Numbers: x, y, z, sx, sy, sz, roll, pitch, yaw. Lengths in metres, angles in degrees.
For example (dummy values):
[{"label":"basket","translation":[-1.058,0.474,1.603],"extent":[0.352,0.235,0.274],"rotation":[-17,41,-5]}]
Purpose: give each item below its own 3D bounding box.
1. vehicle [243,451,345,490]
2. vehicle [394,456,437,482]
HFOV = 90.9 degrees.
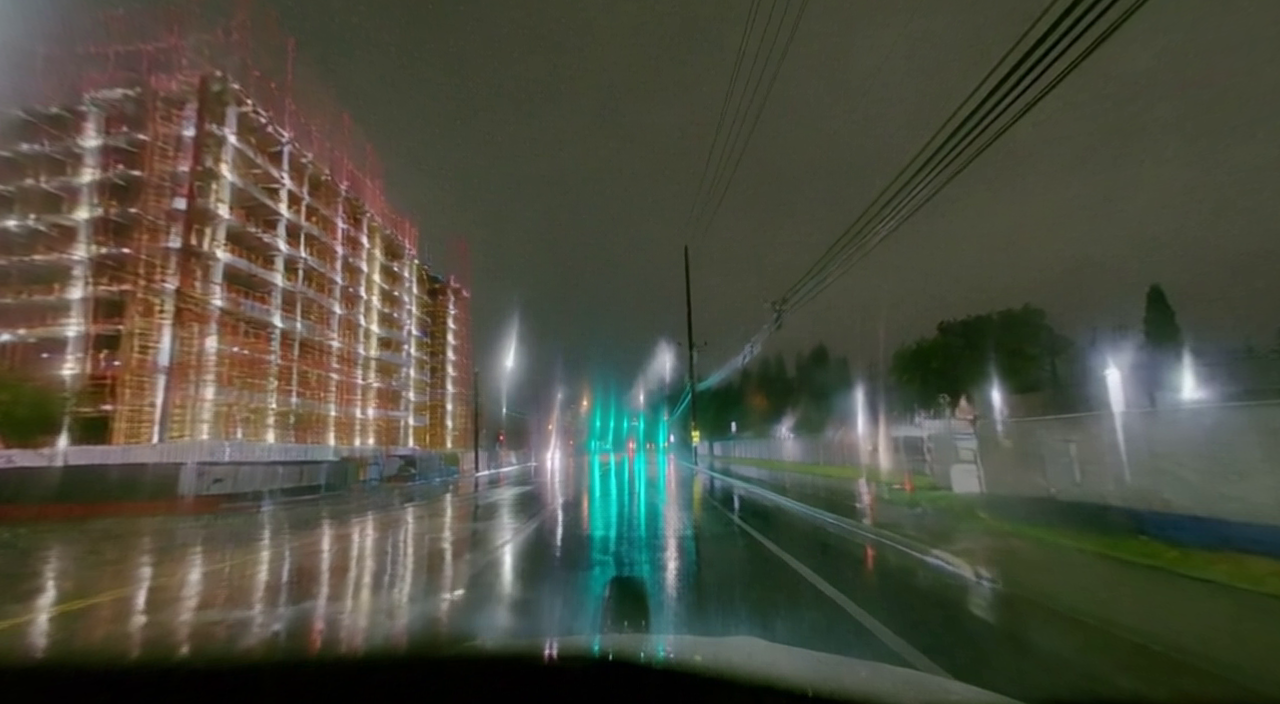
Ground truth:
[{"label":"vehicle","translation":[-20.224,6.963,37.018],"extent":[4.712,1.927,2.237],"rotation":[-3,-10,0]},{"label":"vehicle","translation":[-15.566,8.059,43.519],"extent":[2.002,1.683,4.664],"rotation":[5,-11,-28]}]
